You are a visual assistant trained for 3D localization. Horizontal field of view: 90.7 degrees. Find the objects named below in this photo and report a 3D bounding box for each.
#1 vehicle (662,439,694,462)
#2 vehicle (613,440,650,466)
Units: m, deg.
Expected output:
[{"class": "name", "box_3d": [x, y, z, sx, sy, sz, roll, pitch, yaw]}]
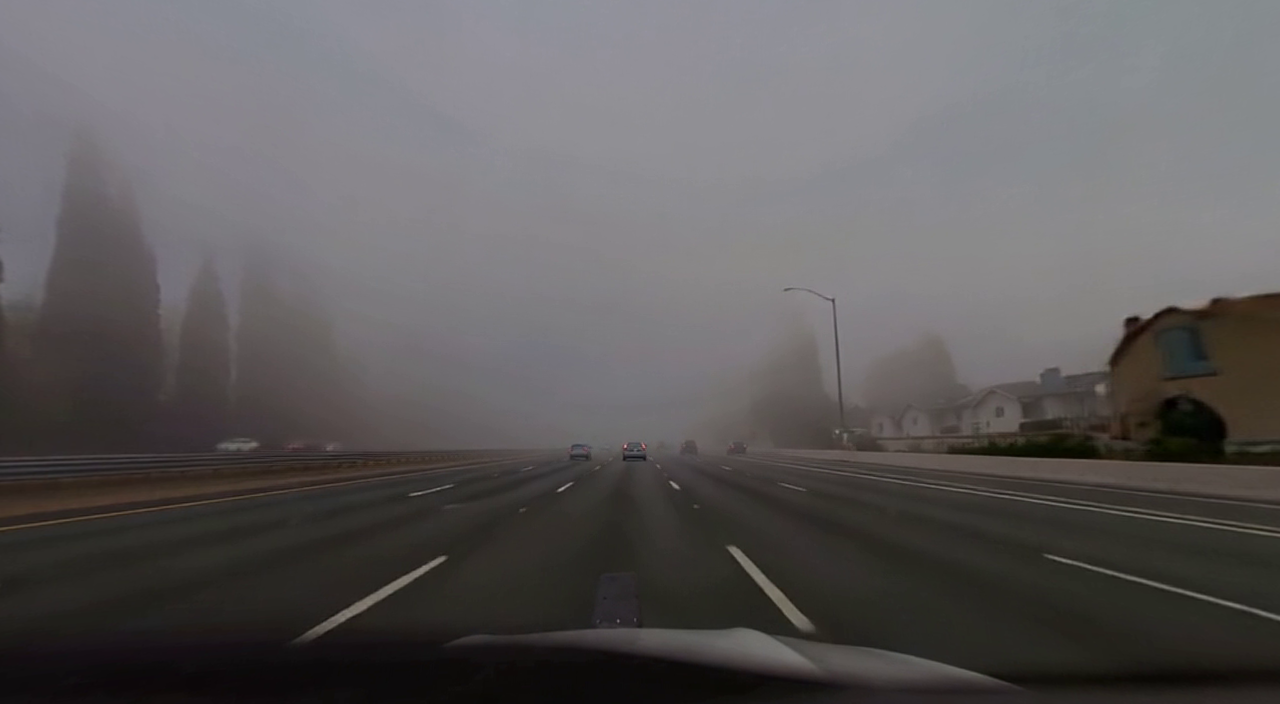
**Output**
[{"class": "vehicle", "box_3d": [2.801, 7.359, 47.304, 2.084, 1.624, 3.935, 0, -9, -1]}, {"class": "vehicle", "box_3d": [-0.528, 6.195, 38.776, 2.146, 1.485, 4.332, 0, -9, 0]}]
